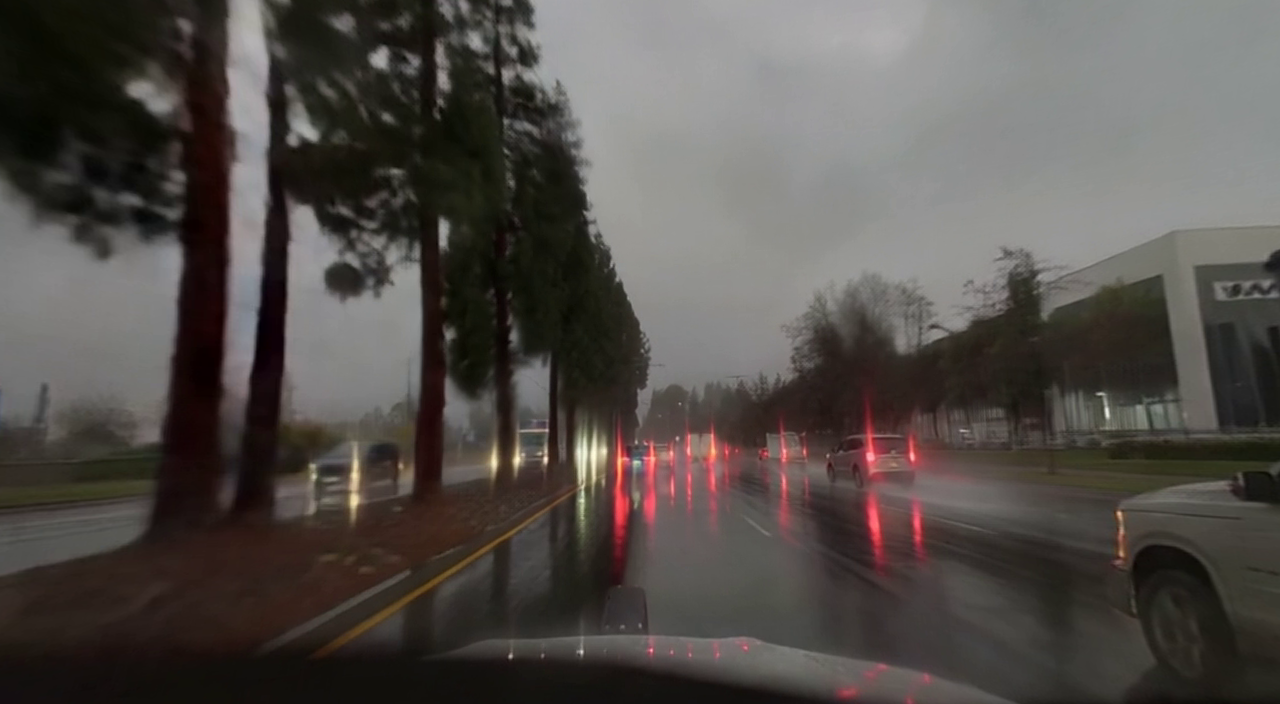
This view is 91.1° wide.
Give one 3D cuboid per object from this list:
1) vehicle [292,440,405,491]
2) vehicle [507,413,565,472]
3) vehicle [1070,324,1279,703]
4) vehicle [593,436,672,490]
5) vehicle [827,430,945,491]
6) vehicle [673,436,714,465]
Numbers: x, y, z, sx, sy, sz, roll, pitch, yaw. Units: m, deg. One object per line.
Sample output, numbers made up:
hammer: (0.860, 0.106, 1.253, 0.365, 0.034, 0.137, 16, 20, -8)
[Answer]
vehicle: (-11.673, 4.548, 25.597, 2.172, 1.865, 4.728, 0, -9, 2)
vehicle: (-7.915, 7.020, 48.873, 3.021, 4.215, 7.024, 0, -8, 2)
vehicle: (3.552, 0.604, 1.321, 2.090, 1.763, 4.560, 0, -9, 1)
vehicle: (-0.213, 3.565, 20.448, 2.315, 1.563, 4.080, 0, -9, 0)
vehicle: (7.887, 3.517, 20.688, 2.090, 1.768, 4.407, 0, -9, 0)
vehicle: (4.117, 7.716, 49.166, 2.716, 2.131, 5.766, 0, -9, 0)
